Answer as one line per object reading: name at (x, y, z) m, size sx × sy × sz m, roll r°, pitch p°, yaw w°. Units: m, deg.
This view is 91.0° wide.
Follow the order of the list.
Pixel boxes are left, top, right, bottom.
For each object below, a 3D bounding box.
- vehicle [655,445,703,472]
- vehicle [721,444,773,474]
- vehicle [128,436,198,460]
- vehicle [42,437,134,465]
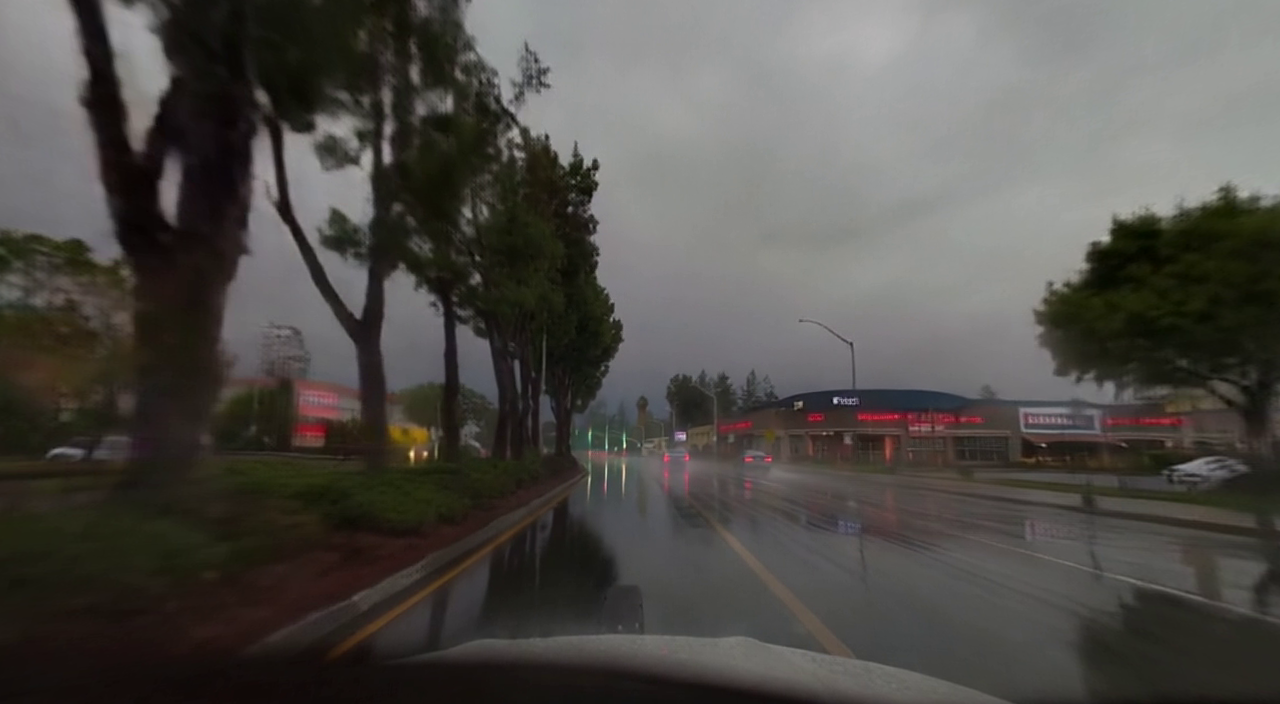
vehicle at (2.152, 6.044, 35.967) m, size 2.256 × 1.451 × 4.313 m, roll 1°, pitch -9°, yaw -3°
vehicle at (5.755, 5.825, 34.467) m, size 1.886 × 1.528 × 4.169 m, roll 1°, pitch -9°, yaw -3°
vehicle at (-35.641, 7.196, 47.203) m, size 1.913 × 1.702 × 4.873 m, roll 1°, pitch -9°, yaw -8°
vehicle at (-30.956, 5.554, 35.446) m, size 1.752 × 1.458 × 3.987 m, roll 1°, pitch -9°, yaw -5°
